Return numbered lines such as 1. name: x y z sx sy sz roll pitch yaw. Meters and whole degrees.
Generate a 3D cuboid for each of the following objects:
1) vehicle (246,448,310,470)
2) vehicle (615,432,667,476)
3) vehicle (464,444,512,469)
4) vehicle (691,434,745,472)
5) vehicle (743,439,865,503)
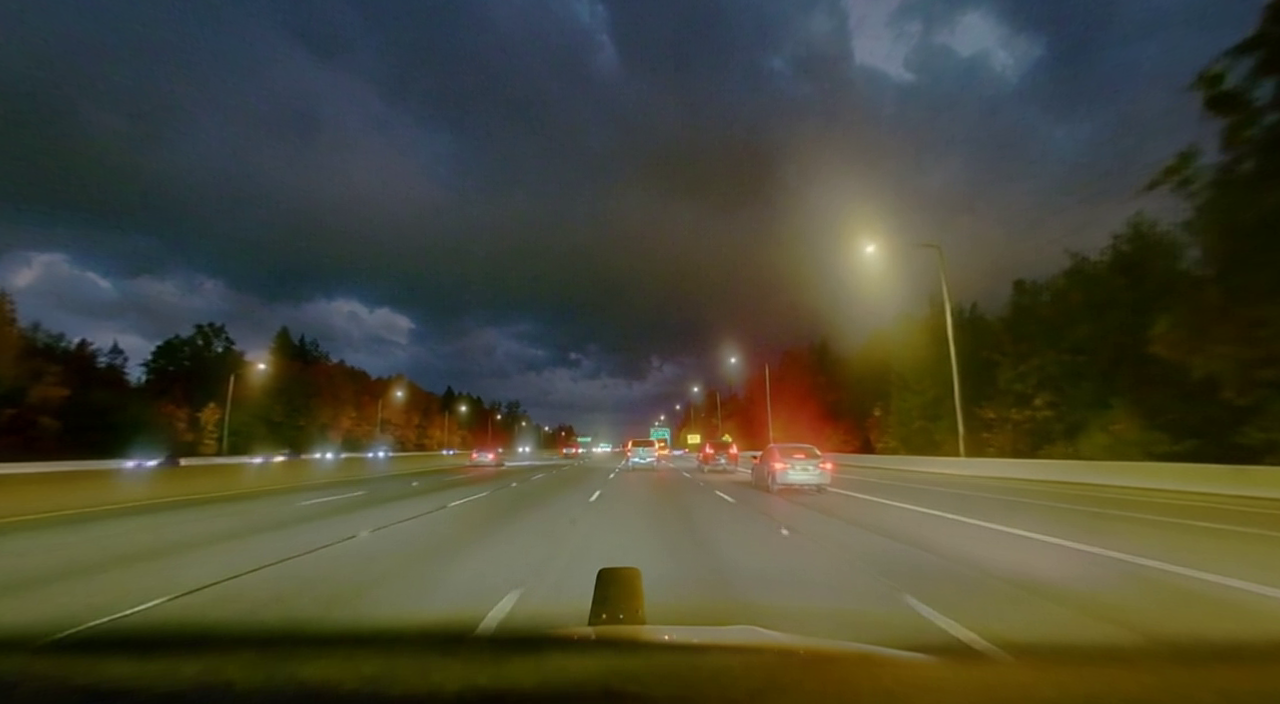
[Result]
1. vehicle: -27.572 8.130 48.123 1.931 1.602 4.826 0 -9 1
2. vehicle: 0.040 5.057 31.395 2.372 1.957 5.121 0 -9 0
3. vehicle: -9.794 6.757 40.890 1.989 1.529 4.433 0 -9 1
4. vehicle: 4.321 5.733 35.950 2.388 1.998 5.749 0 -9 0
5. vehicle: 4.285 3.185 17.367 2.057 1.508 4.767 0 -9 0
